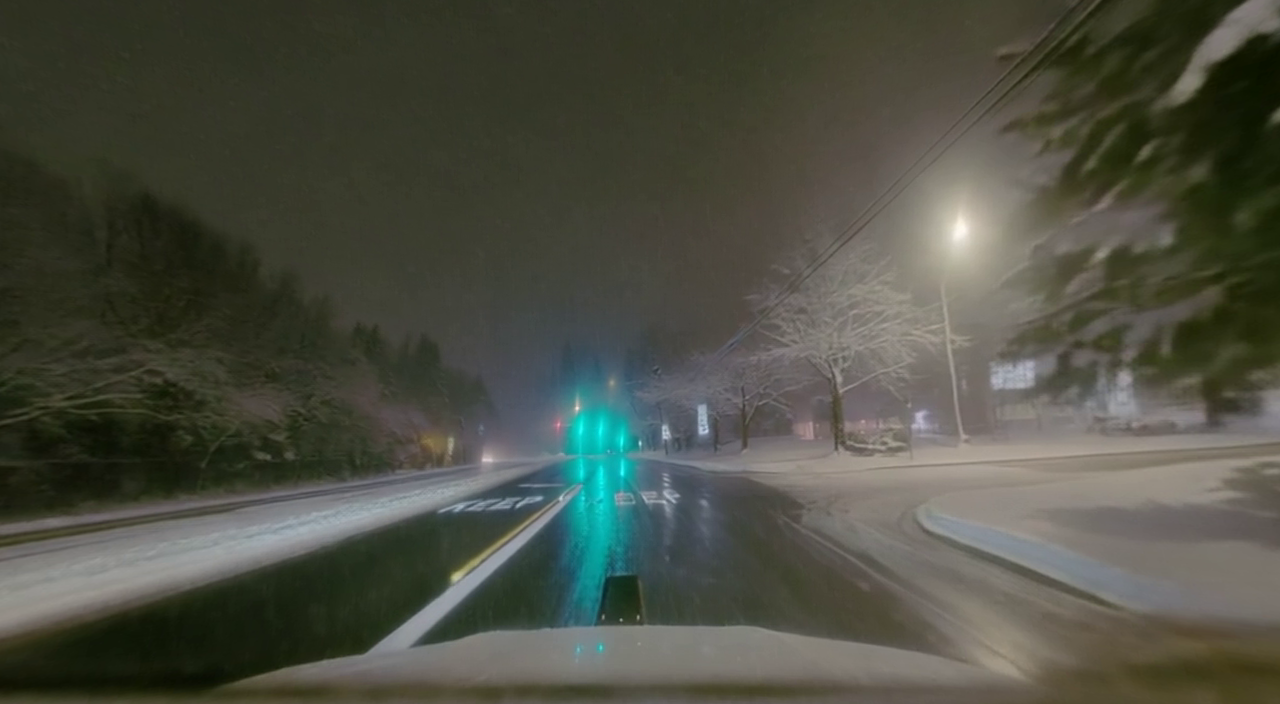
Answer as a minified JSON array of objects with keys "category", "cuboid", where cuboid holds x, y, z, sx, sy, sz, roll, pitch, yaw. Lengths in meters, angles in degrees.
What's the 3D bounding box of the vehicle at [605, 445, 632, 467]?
[{"category":"vehicle","cuboid":[-1.731,8.179,49.980,2.045,1.613,4.210,0,-9,-2]}]
